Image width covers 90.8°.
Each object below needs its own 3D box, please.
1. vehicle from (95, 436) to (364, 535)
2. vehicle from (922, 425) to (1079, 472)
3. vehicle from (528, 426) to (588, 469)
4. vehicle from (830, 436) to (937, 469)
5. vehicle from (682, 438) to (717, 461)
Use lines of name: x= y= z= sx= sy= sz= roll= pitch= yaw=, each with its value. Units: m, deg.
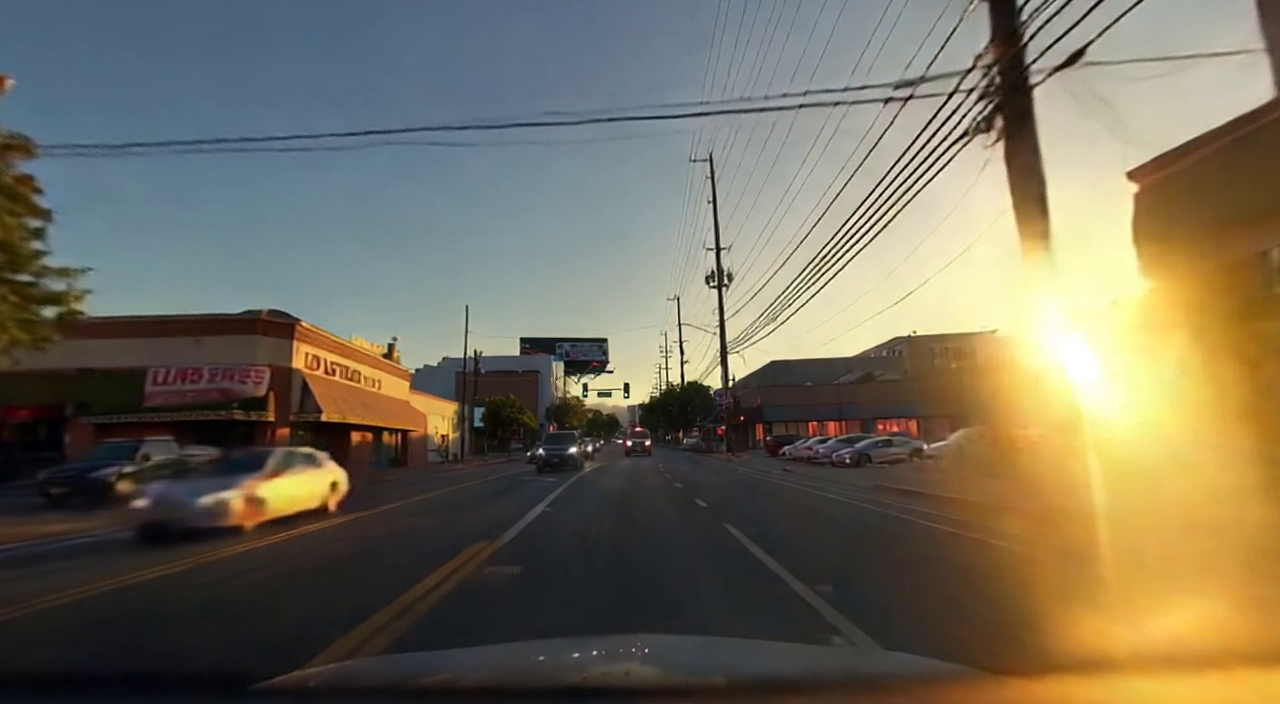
vehicle: x=-7.253 y=2.373 z=11.948 sx=2.020 sy=1.479 sz=4.612 roll=0 pitch=-8 yaw=0
vehicle: x=15.023 y=4.043 z=26.569 sx=5.307 sy=1.877 sz=2.052 roll=0 pitch=-8 yaw=-1
vehicle: x=-3.936 y=4.741 z=31.428 sx=2.277 sy=1.904 sz=5.583 roll=0 pitch=-8 yaw=0
vehicle: x=11.283 y=4.694 z=29.493 sx=4.238 sy=1.464 sz=1.862 roll=-1 pitch=-9 yaw=2
vehicle: x=4.071 y=6.731 z=43.868 sx=1.926 sy=1.482 sz=4.442 roll=0 pitch=-8 yaw=0
